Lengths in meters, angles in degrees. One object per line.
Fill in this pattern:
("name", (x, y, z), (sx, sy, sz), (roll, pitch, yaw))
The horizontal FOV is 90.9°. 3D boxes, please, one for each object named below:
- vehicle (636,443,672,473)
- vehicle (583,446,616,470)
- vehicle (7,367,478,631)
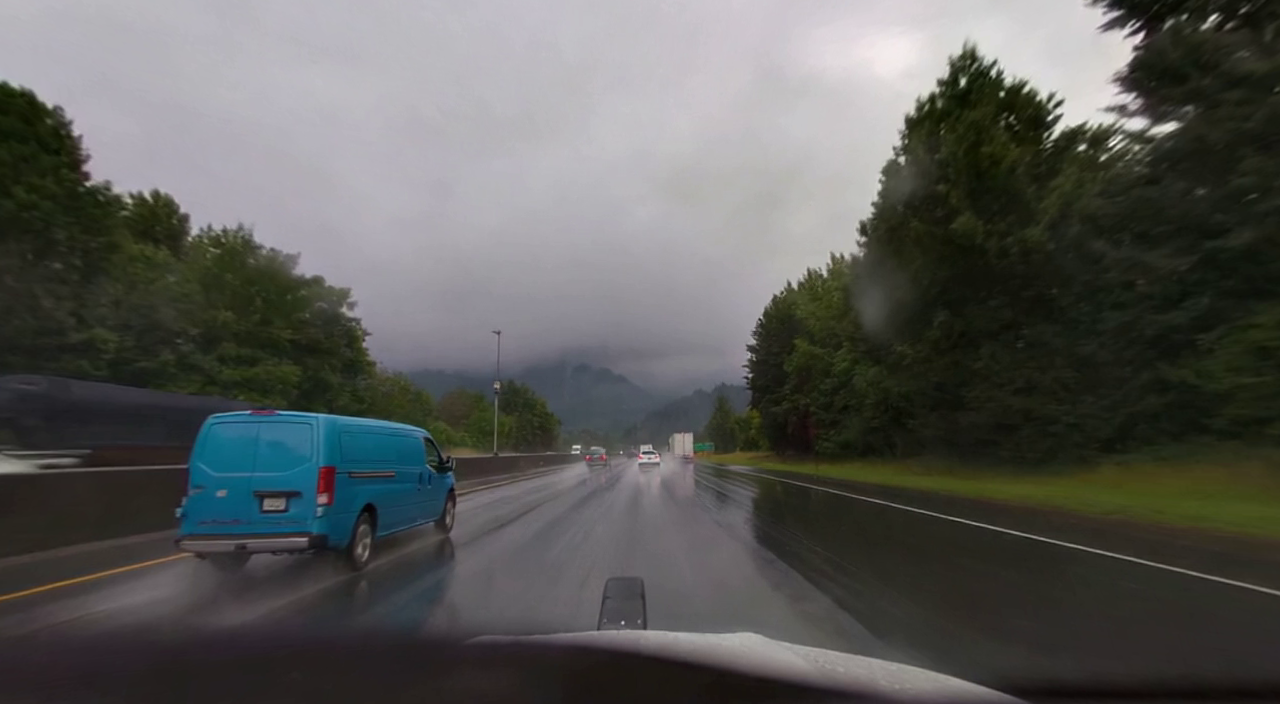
("vehicle", (0.897, 6.794, 40.605), (2.209, 1.825, 4.036), (-1, -9, 1))
("vehicle", (-2.979, 7.984, 47.637), (2.112, 1.707, 4.530), (-1, -9, 1))
("vehicle", (-3.676, 1.502, 7.392), (2.167, 1.991, 5.062), (0, -9, 0))
